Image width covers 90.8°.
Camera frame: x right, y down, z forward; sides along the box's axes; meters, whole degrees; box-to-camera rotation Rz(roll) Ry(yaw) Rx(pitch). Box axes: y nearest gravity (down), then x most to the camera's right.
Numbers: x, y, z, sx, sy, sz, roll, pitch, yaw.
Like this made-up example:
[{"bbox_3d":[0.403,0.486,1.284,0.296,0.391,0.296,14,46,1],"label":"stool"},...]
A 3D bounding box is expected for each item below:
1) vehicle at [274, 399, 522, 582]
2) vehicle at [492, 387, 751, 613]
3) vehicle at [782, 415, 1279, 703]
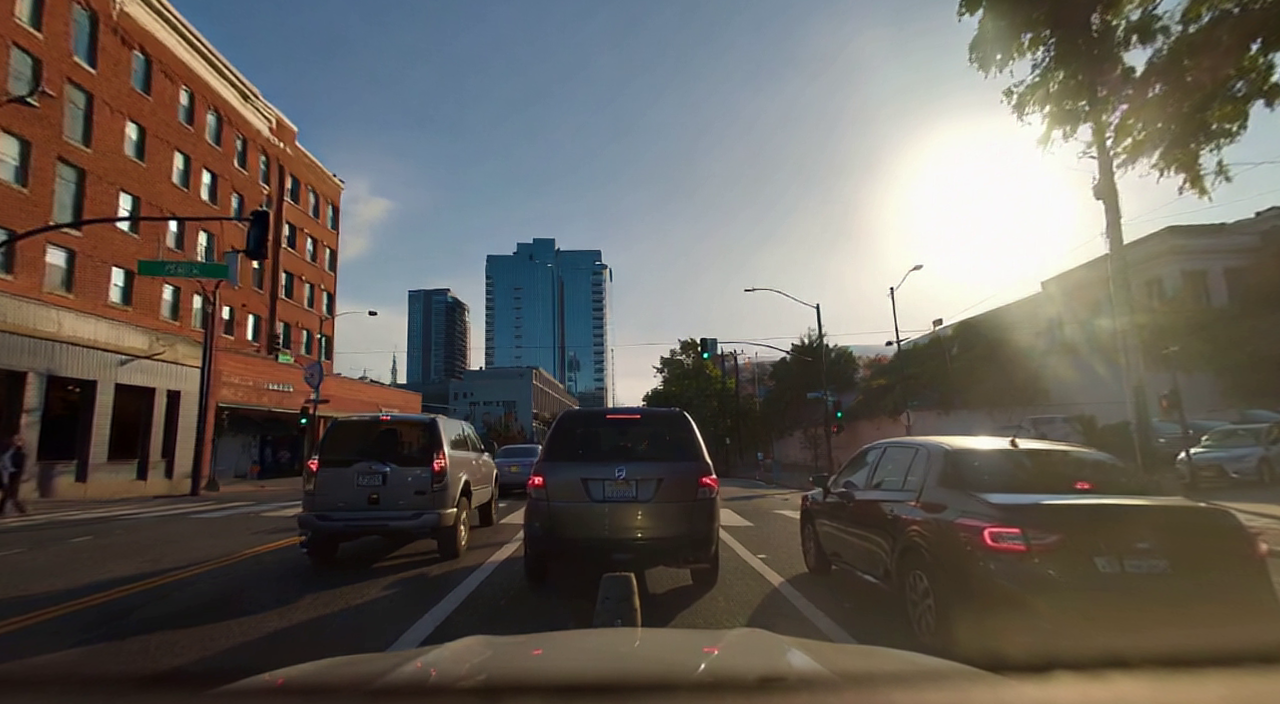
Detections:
[{"bbox_3d":[-2.834,1.707,8.566,1.855,1.812,4.244,0,-8,-3],"label":"vehicle"},{"bbox_3d":[-0.143,1.548,7.513,2.105,1.842,4.537,0,-8,0],"label":"vehicle"},{"bbox_3d":[2.573,1.334,5.024,1.852,1.462,4.155,0,-8,-1],"label":"vehicle"}]
